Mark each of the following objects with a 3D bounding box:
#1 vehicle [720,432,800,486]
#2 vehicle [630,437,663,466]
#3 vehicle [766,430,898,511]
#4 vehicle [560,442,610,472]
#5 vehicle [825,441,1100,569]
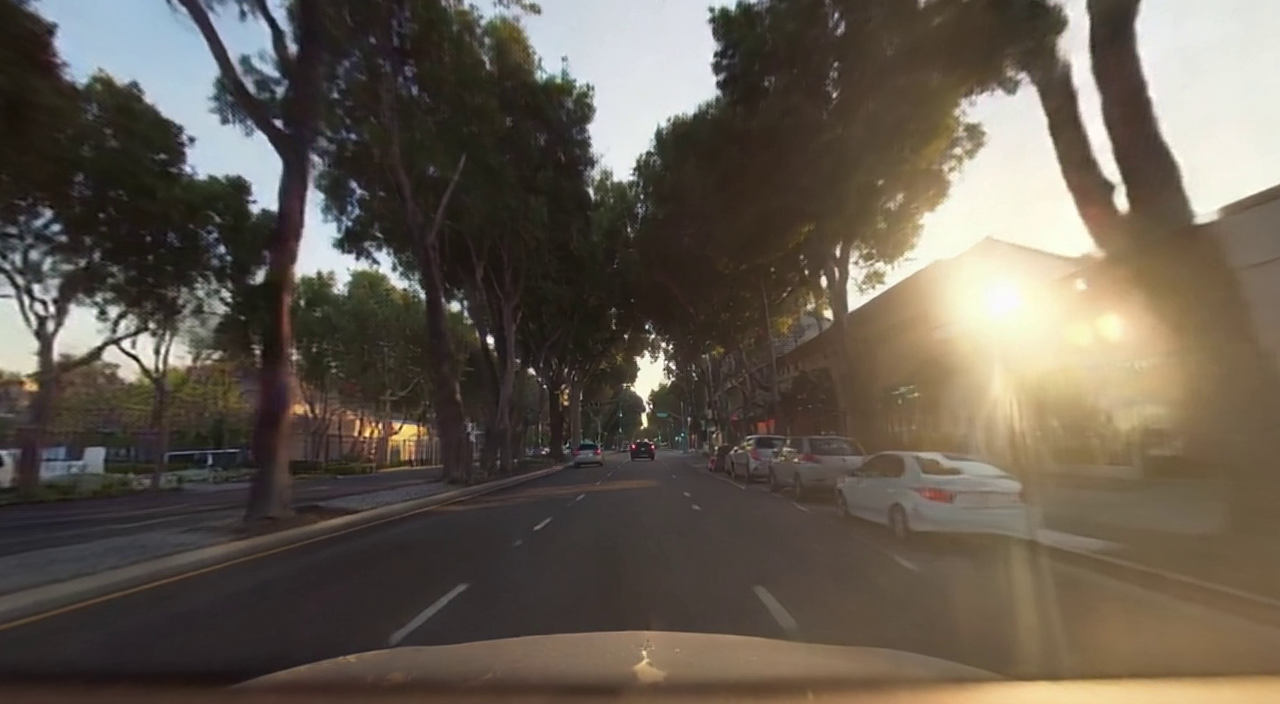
[{"bbox_3d":[4.361,3.966,23.714,2.068,1.809,4.889,0,-9,0],"label":"vehicle"},{"bbox_3d":[0.419,6.499,41.275,2.075,1.770,4.018,0,-9,1],"label":"vehicle"},{"bbox_3d":[4.502,2.839,15.565,1.900,1.702,4.358,0,-9,0],"label":"vehicle"},{"bbox_3d":[-2.872,5.600,33.956,2.151,1.484,4.468,0,-9,2],"label":"vehicle"},{"bbox_3d":[4.376,2.097,9.499,1.896,1.451,4.329,0,-9,1],"label":"vehicle"}]
